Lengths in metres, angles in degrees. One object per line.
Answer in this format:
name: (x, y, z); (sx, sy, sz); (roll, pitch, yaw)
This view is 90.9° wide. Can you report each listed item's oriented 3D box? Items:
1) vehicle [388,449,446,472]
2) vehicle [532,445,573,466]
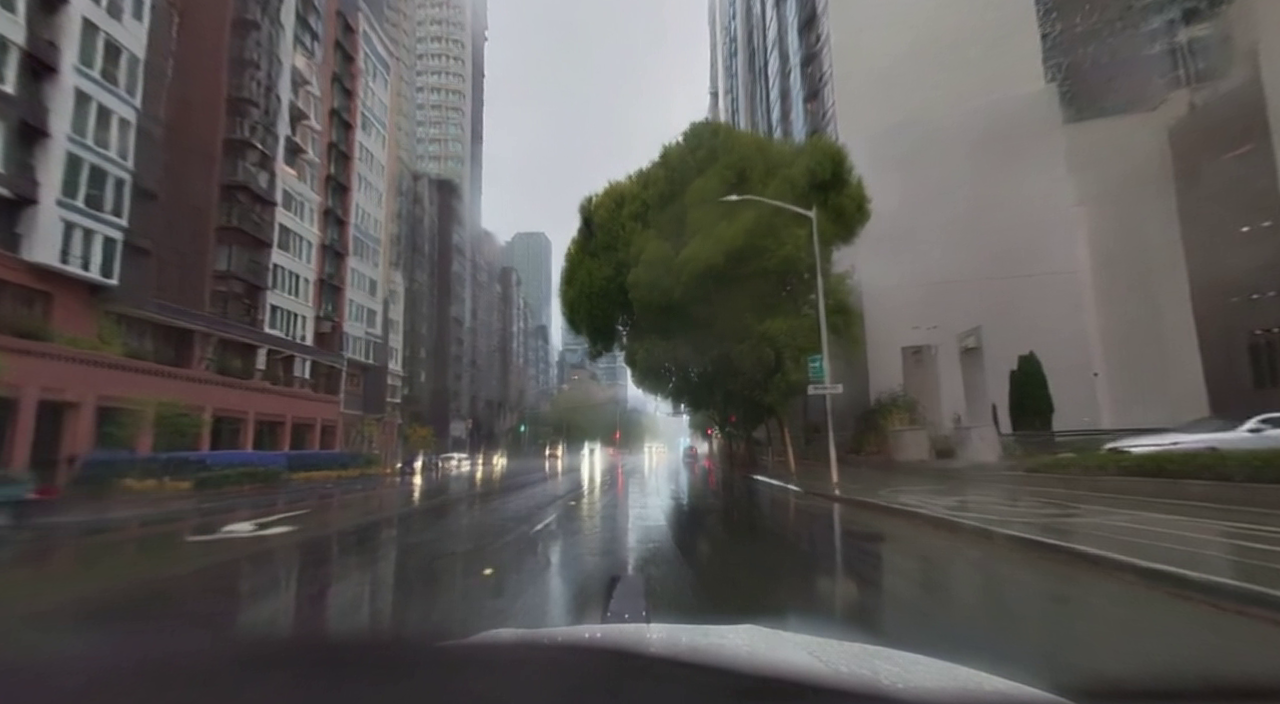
vehicle: (-15.216, 7.419, 43.275); (1.878, 1.506, 4.693); (-2, -9, 6)
vehicle: (-6.727, 8.049, 49.071); (2.017, 1.473, 4.379); (-2, -9, 9)
